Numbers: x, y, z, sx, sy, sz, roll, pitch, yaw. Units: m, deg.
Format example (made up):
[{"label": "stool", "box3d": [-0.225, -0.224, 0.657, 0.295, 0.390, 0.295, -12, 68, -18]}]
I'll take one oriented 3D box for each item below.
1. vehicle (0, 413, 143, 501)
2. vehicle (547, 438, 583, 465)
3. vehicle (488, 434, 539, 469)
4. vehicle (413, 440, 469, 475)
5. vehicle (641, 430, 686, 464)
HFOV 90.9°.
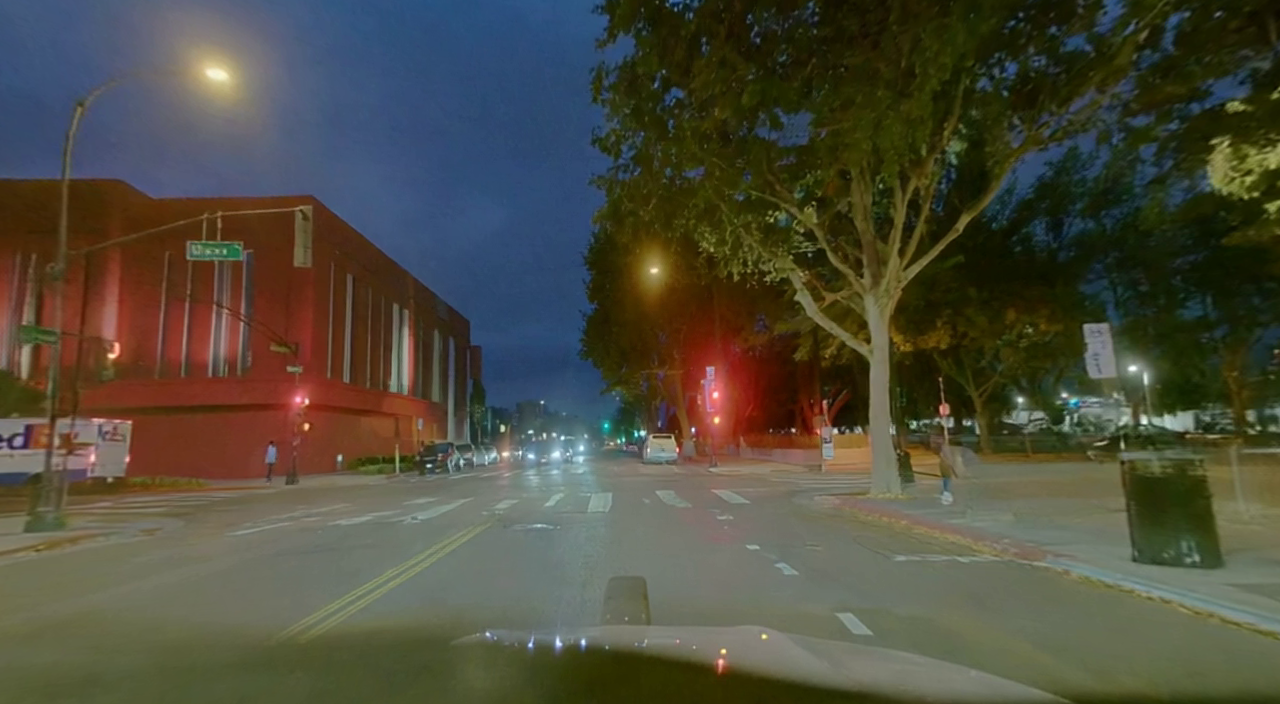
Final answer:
[{"label": "vehicle", "box3d": [-26.568, 4.326, 25.880, 9.465, 3.299, 3.029, -1, -6, -4]}, {"label": "vehicle", "box3d": [-4.632, 6.174, 39.283, 2.033, 1.596, 4.142, 1, -8, -4]}, {"label": "vehicle", "box3d": [-7.265, 5.783, 36.770, 2.242, 1.887, 4.924, 1, -8, -4]}, {"label": "vehicle", "box3d": [-11.153, 5.929, 35.643, 2.216, 1.804, 4.526, 1, -8, -7]}, {"label": "vehicle", "box3d": [1.536, 6.535, 43.437, 2.557, 2.188, 5.164, 1, -8, -4]}]
